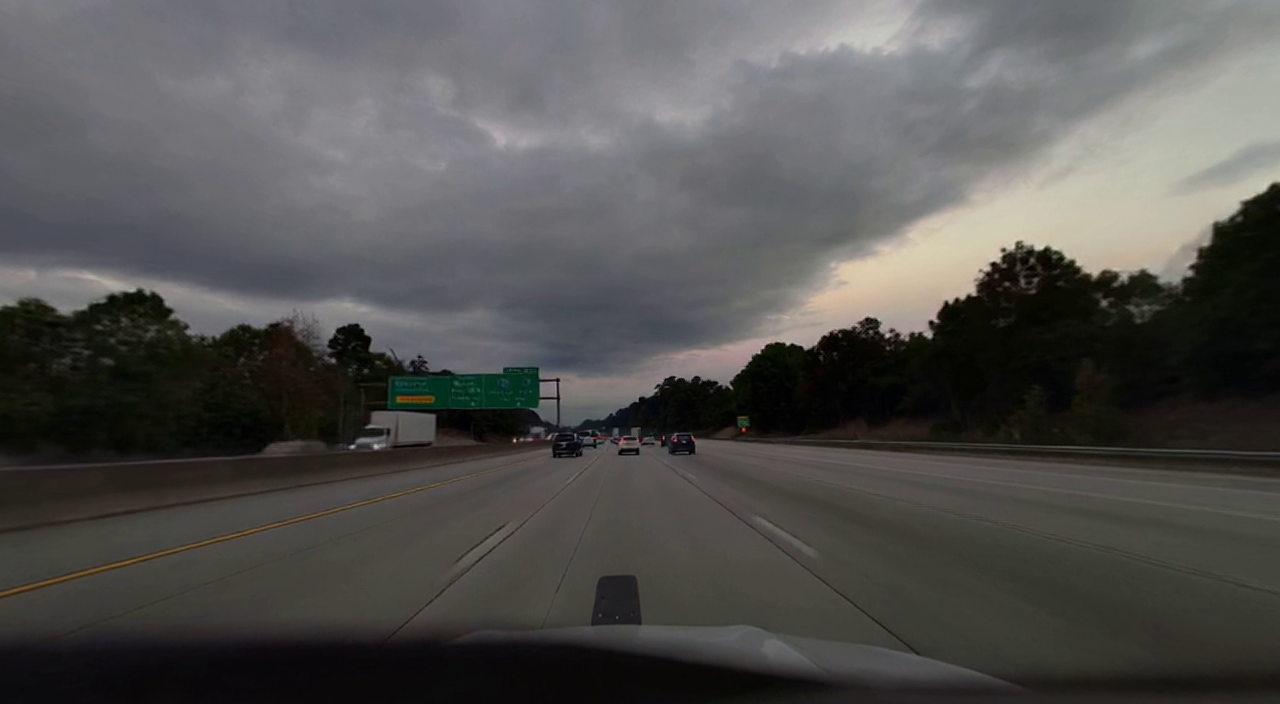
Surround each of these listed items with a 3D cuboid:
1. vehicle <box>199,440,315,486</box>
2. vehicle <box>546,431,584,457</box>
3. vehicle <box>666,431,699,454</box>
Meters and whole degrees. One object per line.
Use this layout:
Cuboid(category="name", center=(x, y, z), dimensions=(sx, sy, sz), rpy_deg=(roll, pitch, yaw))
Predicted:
Cuboid(category="vehicle", center=(-14.016, 4.042, 23.311), dimensions=(1.782, 1.513, 4.033), rpy_deg=(0, -8, -1))
Cuboid(category="vehicle", center=(-4.939, 6.123, 41.901), dimensions=(2.119, 1.629, 3.946), rpy_deg=(0, -8, -1))
Cuboid(category="vehicle", center=(3.191, 6.864, 47.944), dimensions=(2.066, 1.673, 4.225), rpy_deg=(0, -8, -2))
